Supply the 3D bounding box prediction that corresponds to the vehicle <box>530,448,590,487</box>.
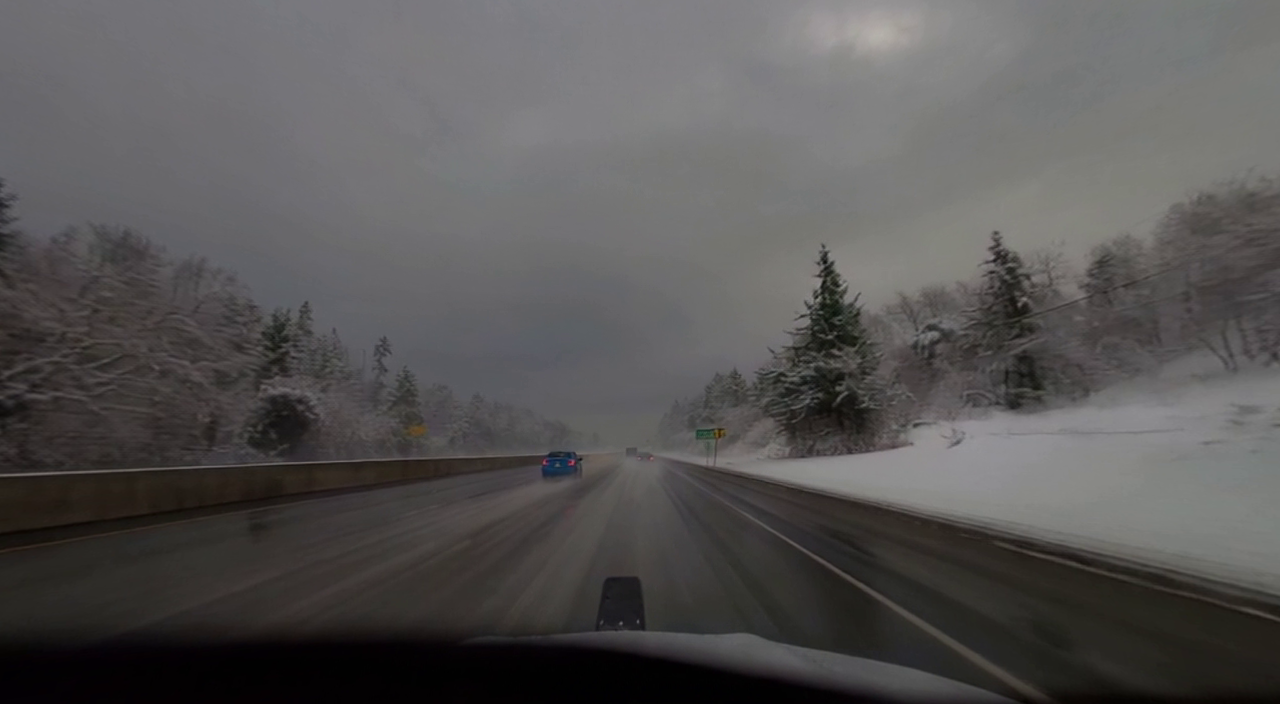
[{"bbox_3d":[-3.258,4.781,26.504,1.978,1.498,4.080,0,-9,0],"label":"vehicle"}]
